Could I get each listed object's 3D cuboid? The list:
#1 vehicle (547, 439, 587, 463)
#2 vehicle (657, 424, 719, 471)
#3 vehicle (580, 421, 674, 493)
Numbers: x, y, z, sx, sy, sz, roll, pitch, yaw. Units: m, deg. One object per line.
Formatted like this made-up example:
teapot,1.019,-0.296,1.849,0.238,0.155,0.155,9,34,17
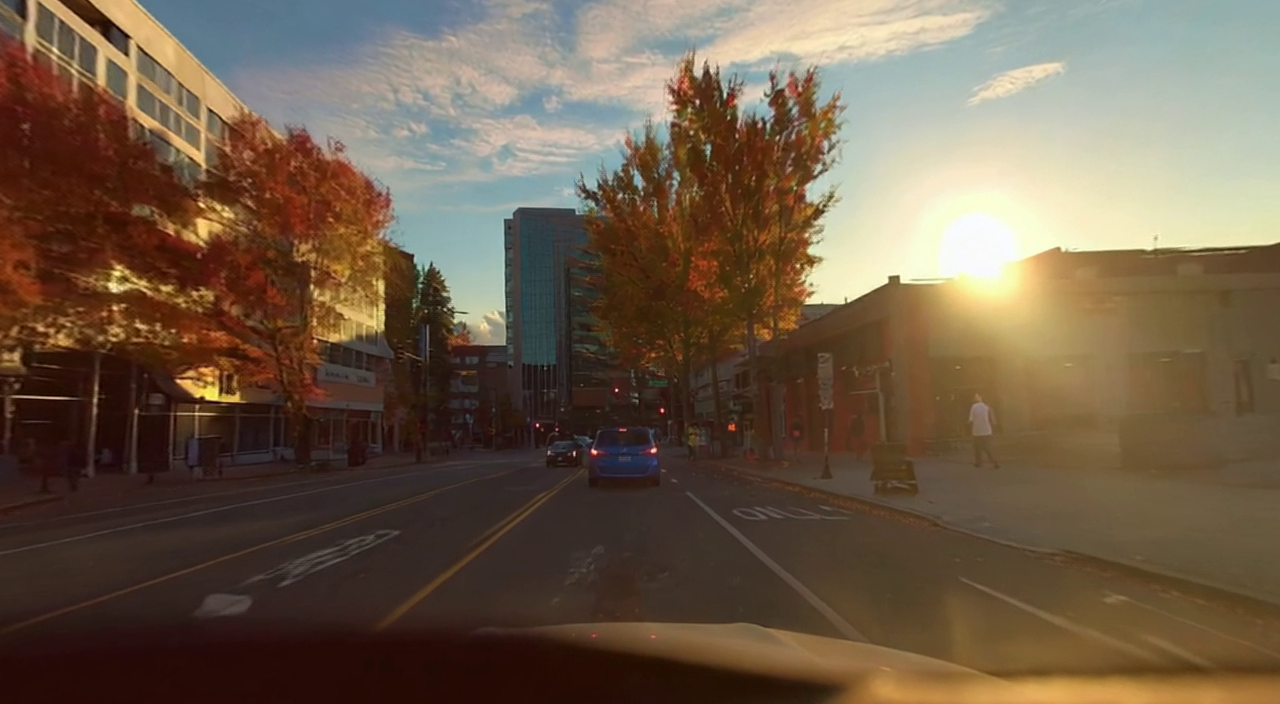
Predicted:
vehicle,-4.522,6.180,39.494,2.096,1.415,4.515,0,-8,-1
vehicle,2.127,4.409,29.258,2.147,1.968,4.478,1,-8,-5
vehicle,-0.374,2.841,17.419,2.274,1.736,4.083,0,-8,-2
